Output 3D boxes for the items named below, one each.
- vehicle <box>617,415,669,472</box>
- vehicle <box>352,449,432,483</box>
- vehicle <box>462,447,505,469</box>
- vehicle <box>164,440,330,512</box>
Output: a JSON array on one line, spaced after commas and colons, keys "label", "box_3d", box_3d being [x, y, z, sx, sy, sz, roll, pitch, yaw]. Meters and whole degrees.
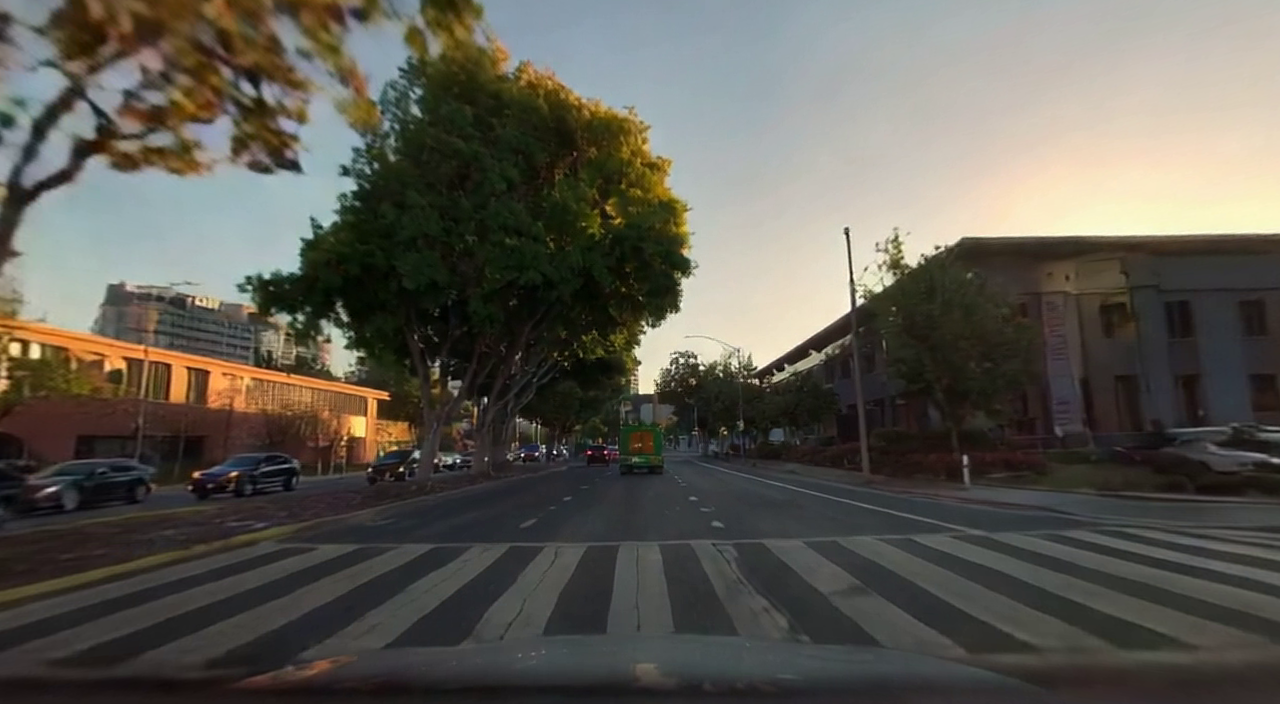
[{"label": "vehicle", "box_3d": [0.082, 5.830, 40.094, 2.843, 3.120, 10.422, 0, -8, -1]}, {"label": "vehicle", "box_3d": [-11.774, 5.401, 30.267, 1.935, 1.467, 4.451, -1, -8, 2]}, {"label": "vehicle", "box_3d": [-11.448, 7.779, 46.372, 1.884, 1.486, 4.566, -1, -8, 2]}, {"label": "vehicle", "box_3d": [-12.342, 3.849, 20.320, 2.068, 1.747, 5.040, -4, -7, 1]}]
